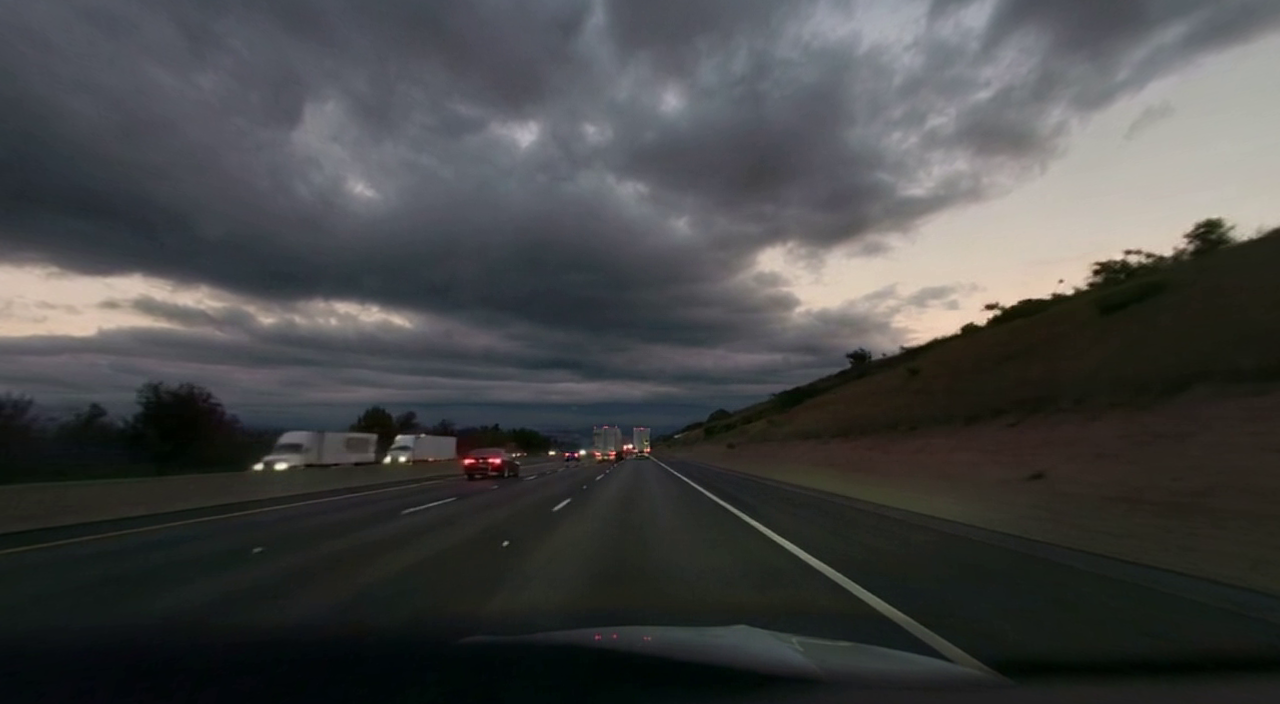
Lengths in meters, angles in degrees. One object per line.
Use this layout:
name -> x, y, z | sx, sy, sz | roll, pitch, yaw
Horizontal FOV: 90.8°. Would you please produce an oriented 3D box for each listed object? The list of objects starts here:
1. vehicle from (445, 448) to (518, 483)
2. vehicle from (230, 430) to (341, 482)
vehicle -> -7.139, 5.176, 29.055 | 2.036, 1.474, 5.011 | 0, -9, 0
vehicle -> -20.610, 6.105, 37.227 | 2.258, 2.775, 7.014 | 0, -9, 1
